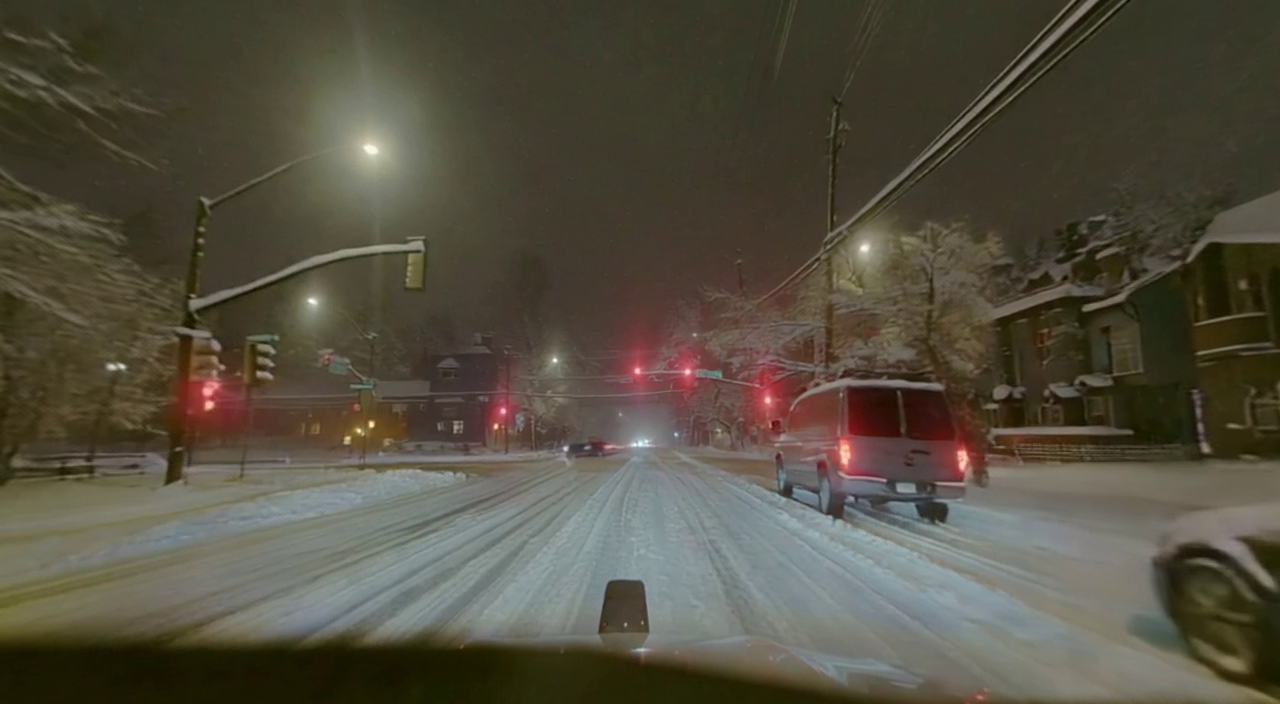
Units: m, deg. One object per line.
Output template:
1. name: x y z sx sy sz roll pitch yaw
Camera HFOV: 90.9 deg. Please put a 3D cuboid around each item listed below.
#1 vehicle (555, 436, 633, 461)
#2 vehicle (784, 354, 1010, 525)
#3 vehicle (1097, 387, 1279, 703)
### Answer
1. vehicle: -2.817 5.976 39.044 4.606 1.452 1.917 -1 -8 3
2. vehicle: 4.780 1.772 12.851 2.398 2.806 4.857 0 -8 -1
3. vehicle: 4.560 0.891 2.313 2.202 1.712 4.813 0 -8 1
